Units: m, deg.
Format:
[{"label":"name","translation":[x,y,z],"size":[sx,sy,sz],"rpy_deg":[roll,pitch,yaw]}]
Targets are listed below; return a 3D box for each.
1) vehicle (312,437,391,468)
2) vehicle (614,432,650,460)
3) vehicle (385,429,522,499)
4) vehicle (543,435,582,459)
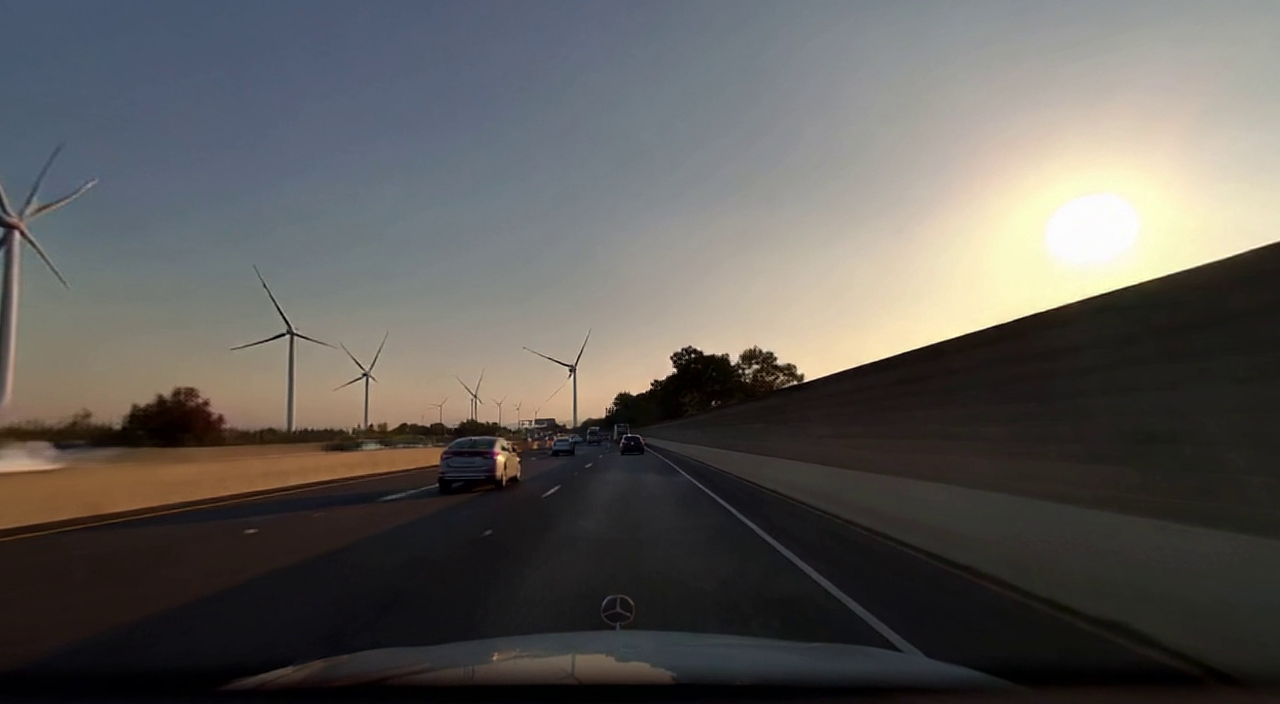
[{"label":"vehicle","translation":[-14.608,5.082,32.211],"size":[2.069,1.492,4.152],"rpy_deg":[0,-8,0]},{"label":"vehicle","translation":[-0.502,5.513,37.123],"size":[2.027,1.550,3.607],"rpy_deg":[0,-8,-2]},{"label":"vehicle","translation":[-4.363,2.676,15.623],"size":[1.998,1.468,4.635],"rpy_deg":[0,-8,0]},{"label":"vehicle","translation":[-4.822,5.971,39.772],"size":[2.059,1.436,3.802],"rpy_deg":[0,-8,-1]}]
